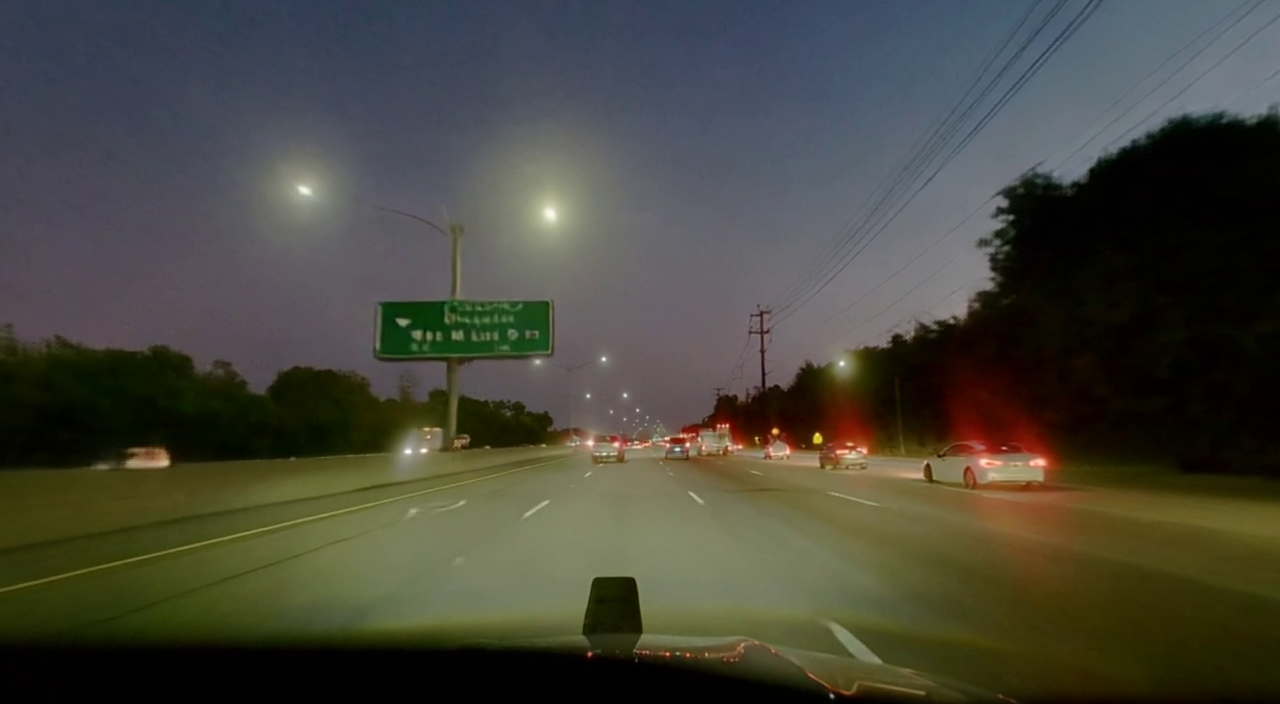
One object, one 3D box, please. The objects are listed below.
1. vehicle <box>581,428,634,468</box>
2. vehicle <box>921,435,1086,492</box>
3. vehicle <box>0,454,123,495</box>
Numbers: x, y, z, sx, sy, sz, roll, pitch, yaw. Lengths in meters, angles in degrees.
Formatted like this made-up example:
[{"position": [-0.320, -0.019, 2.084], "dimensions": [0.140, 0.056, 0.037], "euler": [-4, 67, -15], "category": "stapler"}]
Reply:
[{"position": [-1.731, 5.486, 36.044], "dimensions": [2.508, 2.023, 6.176], "euler": [0, -8, 2], "category": "vehicle"}, {"position": [10.460, 3.235, 18.661], "dimensions": [2.076, 1.470, 4.644], "euler": [0, -8, -1], "category": "vehicle"}, {"position": [-25.076, 5.141, 26.867], "dimensions": [1.951, 1.489, 4.781], "euler": [0, -8, 0], "category": "vehicle"}]
